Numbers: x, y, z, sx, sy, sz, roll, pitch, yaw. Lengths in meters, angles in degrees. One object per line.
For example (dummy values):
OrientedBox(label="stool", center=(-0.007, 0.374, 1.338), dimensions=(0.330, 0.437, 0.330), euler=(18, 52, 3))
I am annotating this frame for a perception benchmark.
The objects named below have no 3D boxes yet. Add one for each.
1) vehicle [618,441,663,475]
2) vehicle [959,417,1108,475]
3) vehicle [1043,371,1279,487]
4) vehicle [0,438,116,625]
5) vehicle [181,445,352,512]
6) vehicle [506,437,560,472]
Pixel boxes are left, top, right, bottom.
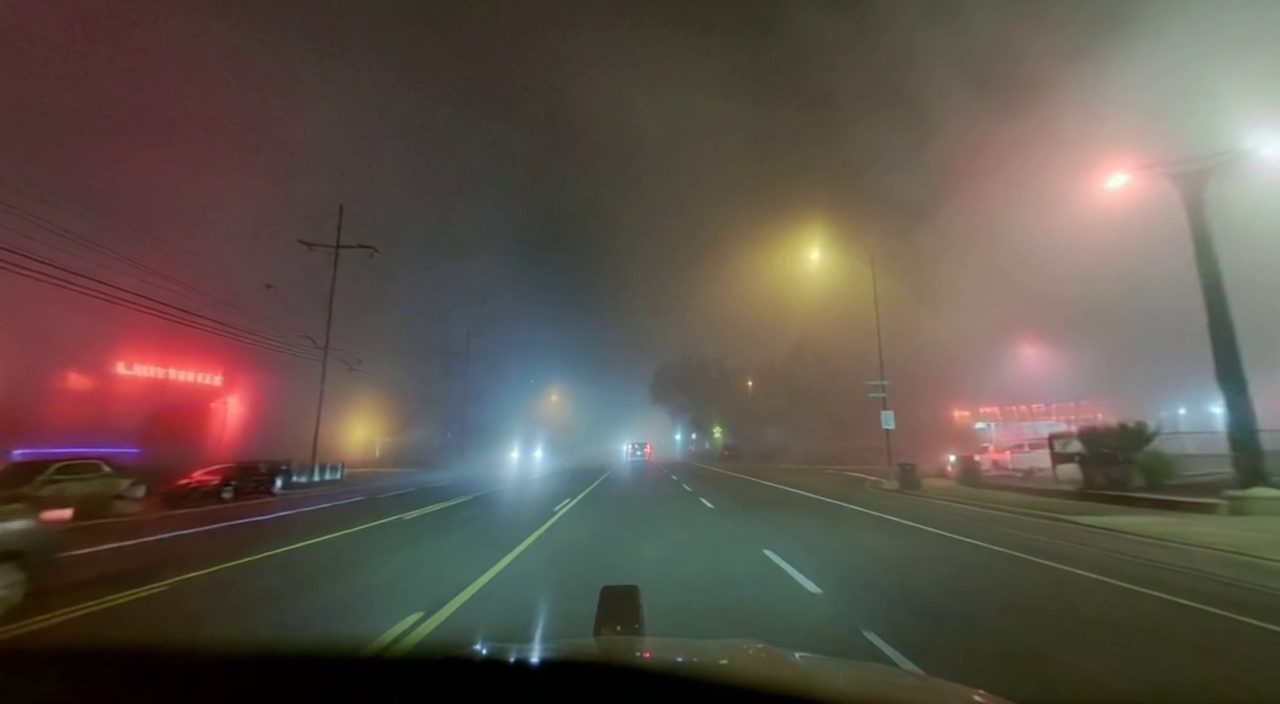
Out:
OrientedBox(label="vehicle", center=(0.033, 5.228, 31.434), dimensions=(2.067, 1.547, 4.513), euler=(0, -8, 0))
OrientedBox(label="vehicle", center=(14.340, 3.503, 23.574), dimensions=(2.092, 1.881, 5.629), euler=(-1, -8, 2))
OrientedBox(label="vehicle", center=(14.039, 2.139, 17.031), dimensions=(2.449, 2.564, 5.877), euler=(0, -8, 1))
OrientedBox(label="vehicle", center=(-6.049, 1.260, 3.880), dimensions=(1.923, 1.472, 4.342), euler=(0, -8, 0))
OrientedBox(label="vehicle", center=(-9.689, 3.273, 16.859), dimensions=(2.073, 1.533, 4.020), euler=(0, -8, 0))
OrientedBox(label="vehicle", center=(-6.506, 6.295, 39.068), dimensions=(2.338, 1.934, 5.605), euler=(0, -8, 0))
